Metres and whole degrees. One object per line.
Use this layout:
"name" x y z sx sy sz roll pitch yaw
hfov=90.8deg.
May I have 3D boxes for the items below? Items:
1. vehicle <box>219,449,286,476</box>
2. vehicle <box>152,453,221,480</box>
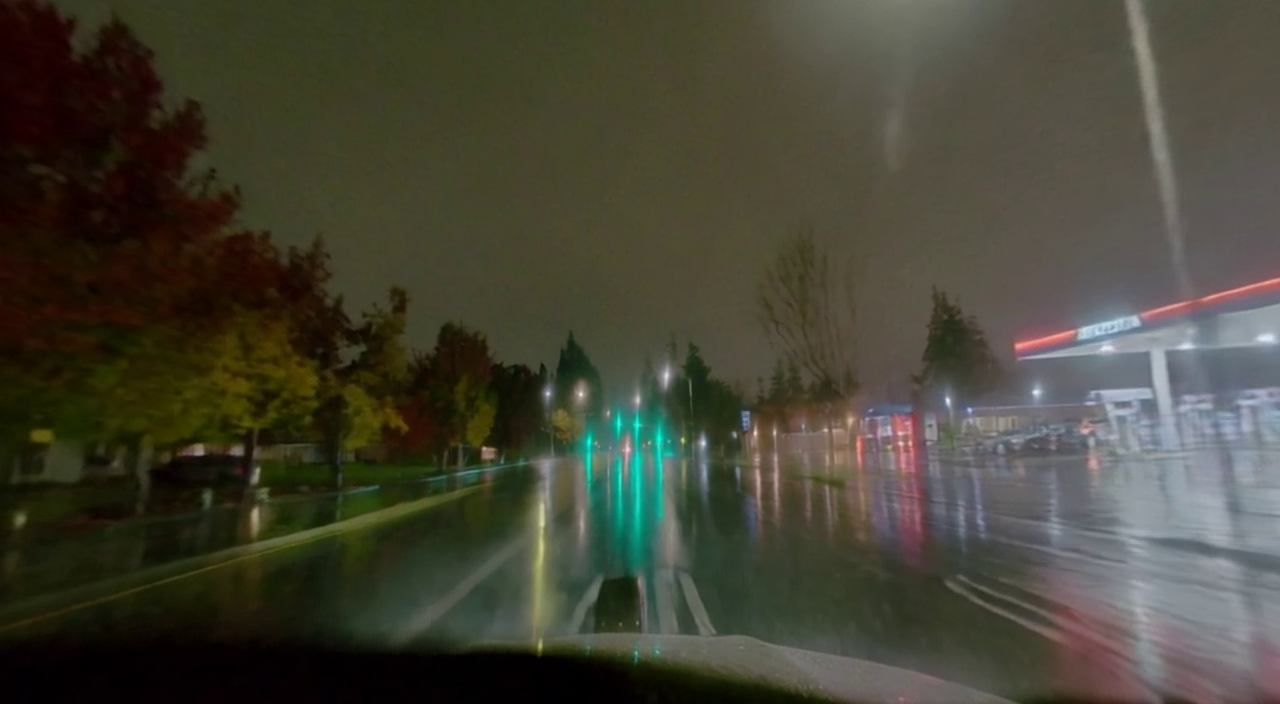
"vehicle" -25.322 7.205 41.422 1.760 1.598 3.881 -1 -9 2
"vehicle" -30.194 7.623 42.204 1.881 1.444 4.046 -3 -7 -5
